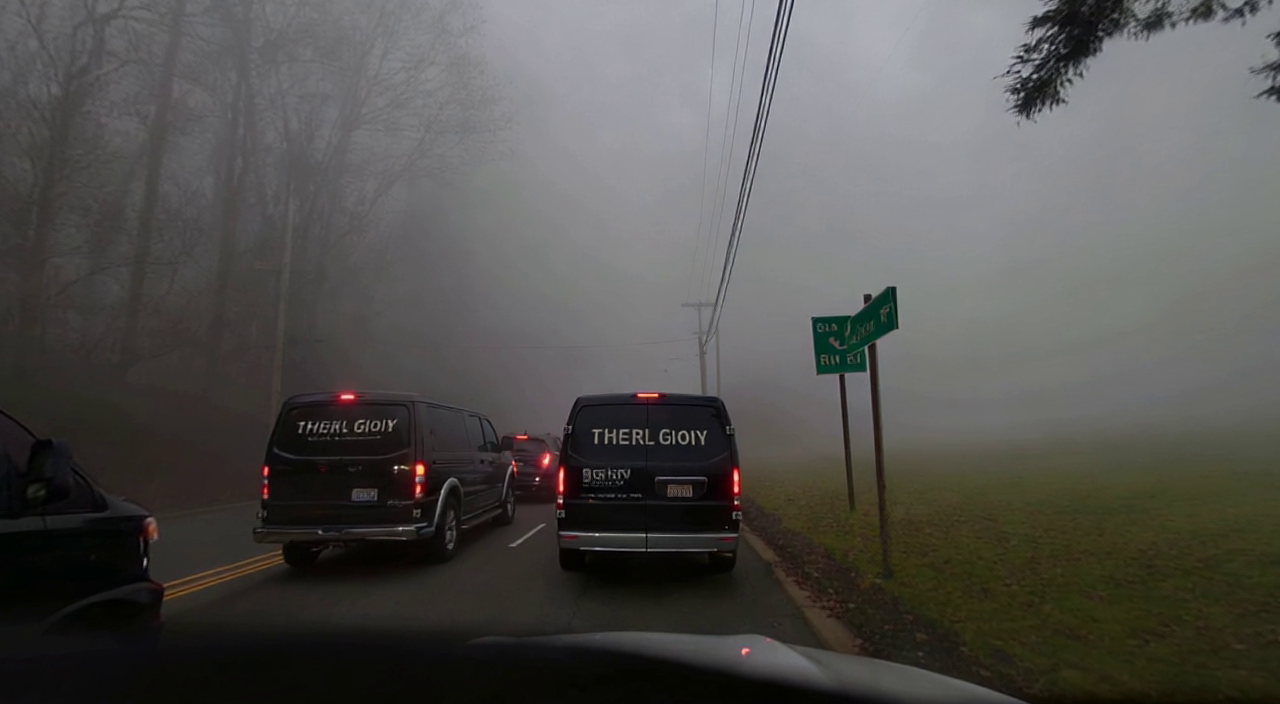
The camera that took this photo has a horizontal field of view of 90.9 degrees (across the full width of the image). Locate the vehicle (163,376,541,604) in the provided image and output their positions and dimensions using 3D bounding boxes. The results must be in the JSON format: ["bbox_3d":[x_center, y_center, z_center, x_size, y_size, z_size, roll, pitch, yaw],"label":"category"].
[{"bbox_3d":[-2.757,1.480,7.619,2.109,1.851,4.749,-1,-8,3],"label":"vehicle"}]

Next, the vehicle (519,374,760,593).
[{"bbox_3d":[0.108,1.458,7.691,2.117,1.911,4.095,-1,-8,3],"label":"vehicle"}]

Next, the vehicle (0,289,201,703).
[{"bbox_3d":[-3.100,0.464,0.241,2.160,1.796,4.997,0,-8,1],"label":"vehicle"}]
